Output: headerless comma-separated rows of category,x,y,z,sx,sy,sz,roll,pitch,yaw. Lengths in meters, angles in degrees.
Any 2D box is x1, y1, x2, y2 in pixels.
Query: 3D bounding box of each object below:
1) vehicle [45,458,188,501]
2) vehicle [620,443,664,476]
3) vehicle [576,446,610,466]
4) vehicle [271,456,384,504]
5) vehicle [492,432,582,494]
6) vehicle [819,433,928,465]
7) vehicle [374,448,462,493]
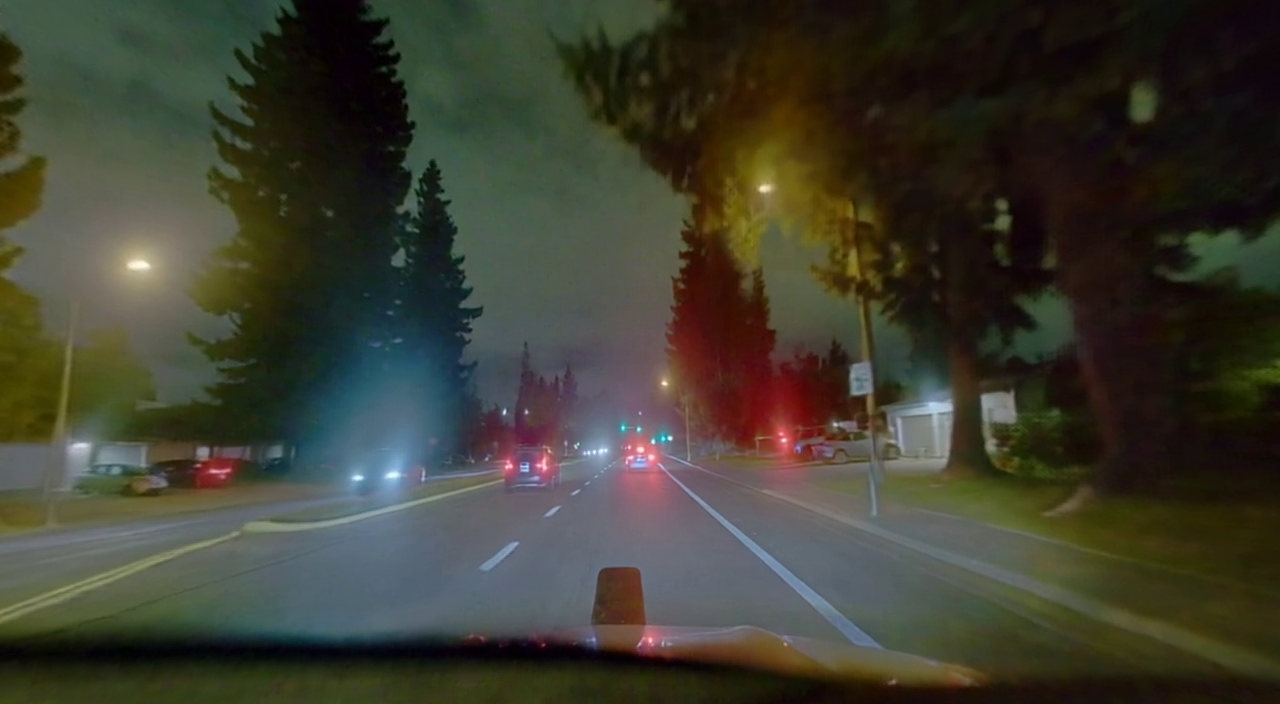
vehicle,-22.088,5.357,26.776,4.203,1.693,2.072,0,-8,2
vehicle,0.088,5.342,31.694,2.062,1.518,3.901,0,-8,0
vehicle,-3.662,8.148,49.678,2.268,1.522,4.350,0,-8,1
vehicle,-11.604,4.756,23.889,1.970,1.554,4.401,0,-8,1
vehicle,-3.191,3.567,20.617,2.157,1.771,4.452,0,-8,1
vehicle,11.324,4.722,30.851,4.573,1.461,1.867,0,-8,-1
vehicle,-8.917,4.758,25.779,2.192,1.516,3.995,-3,-8,-1
